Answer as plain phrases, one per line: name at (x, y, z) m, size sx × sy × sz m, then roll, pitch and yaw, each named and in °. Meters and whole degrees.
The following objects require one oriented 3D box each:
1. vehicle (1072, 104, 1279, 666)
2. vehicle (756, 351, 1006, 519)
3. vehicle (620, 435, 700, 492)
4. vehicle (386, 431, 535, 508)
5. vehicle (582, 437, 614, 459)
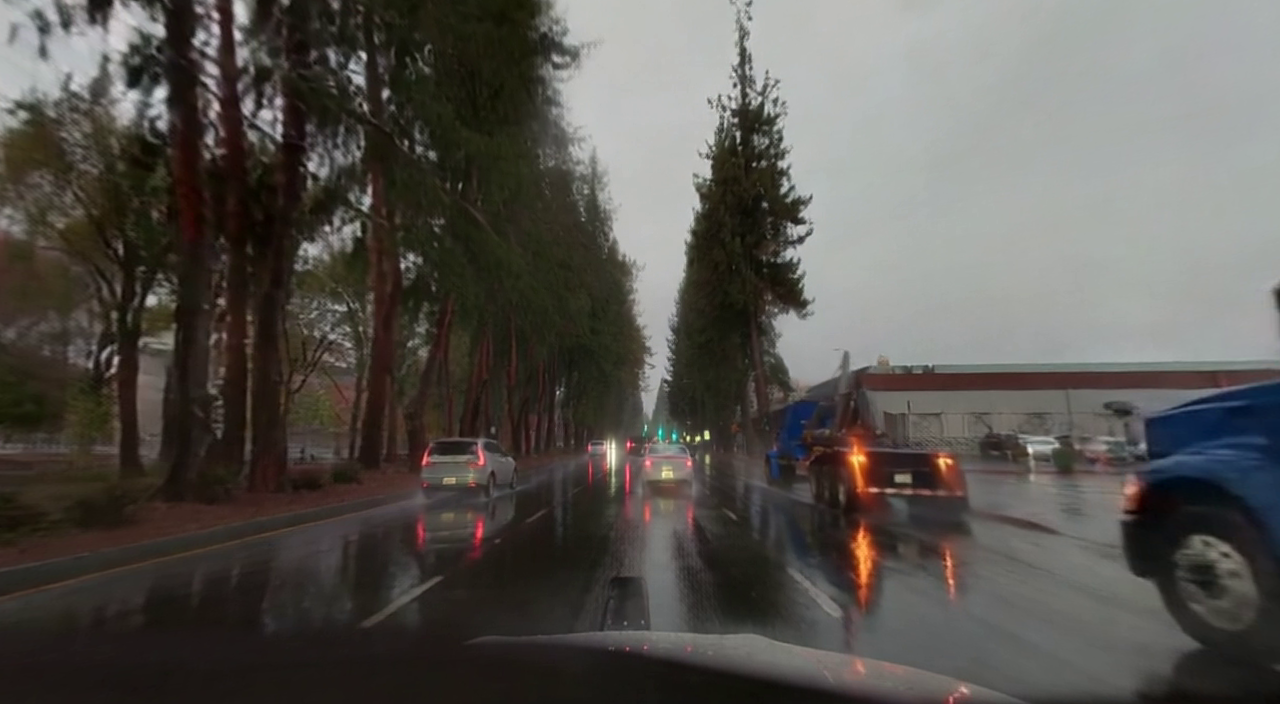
vehicle at (5.507, -0.316, 0.343) m, size 2.867 × 3.600 × 11.047 m, roll 0°, pitch -8°, yaw 1°
vehicle at (5.488, 2.223, 16.742) m, size 3.089 × 3.258 × 8.841 m, roll 0°, pitch -8°, yaw 0°
vehicle at (0.571, 3.203, 18.476) m, size 2.086 × 1.466 × 4.026 m, roll 0°, pitch -8°, yaw 2°
vehicle at (-3.961, 2.679, 14.926) m, size 2.003 × 1.507 × 4.808 m, roll 0°, pitch -8°, yaw 2°
vehicle at (-3.262, 7.571, 49.603) m, size 2.062 × 1.641 × 4.193 m, roll 0°, pitch -8°, yaw 2°
